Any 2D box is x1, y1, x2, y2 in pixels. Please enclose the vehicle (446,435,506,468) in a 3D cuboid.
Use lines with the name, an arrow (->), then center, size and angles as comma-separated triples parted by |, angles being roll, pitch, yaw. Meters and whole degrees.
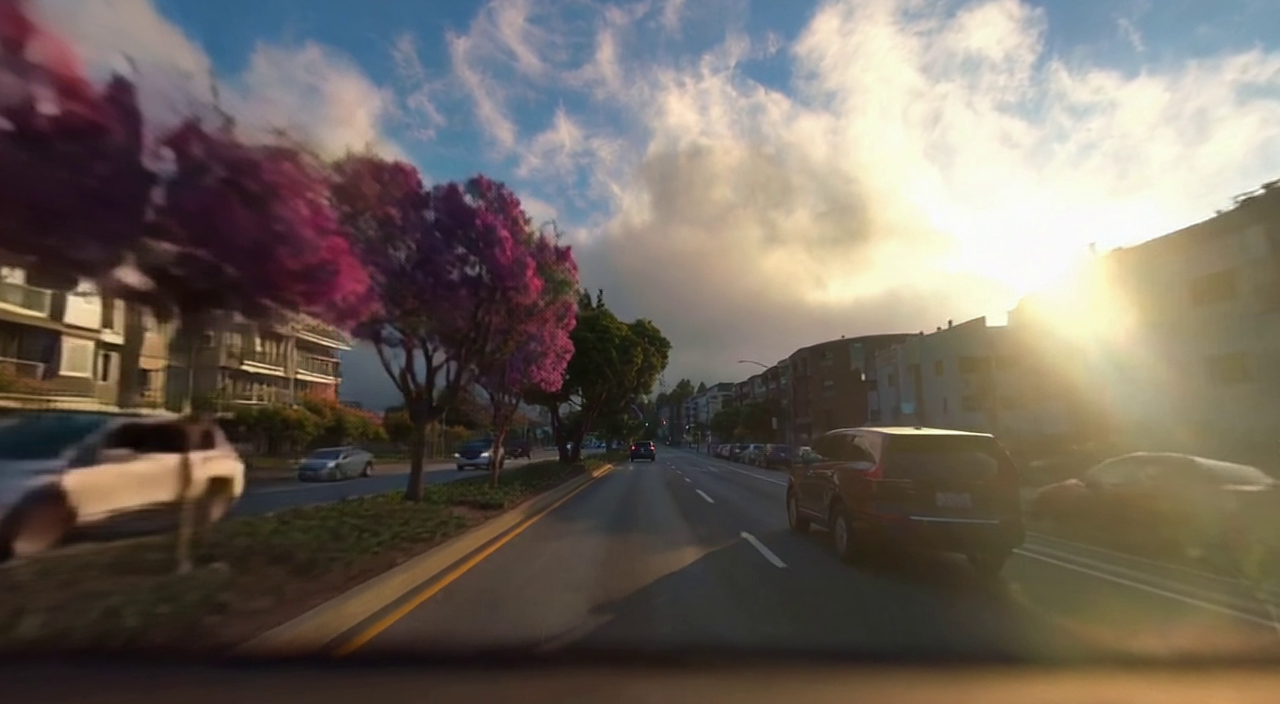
vehicle -> -8.791, 5.398, 34.233 | 2.042, 1.654, 4.504 | 0, -8, 0

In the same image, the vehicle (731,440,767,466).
vehicle -> 7.903, 7.362, 46.090 | 1.895, 1.799, 4.265 | 0, -8, 0

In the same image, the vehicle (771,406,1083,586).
vehicle -> 3.289, 1.743, 8.513 | 2.071, 1.747, 4.549 | 0, -8, 0

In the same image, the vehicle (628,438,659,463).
vehicle -> 0.271, 7.366, 47.314 | 2.244, 1.813, 4.129 | 0, -8, 1

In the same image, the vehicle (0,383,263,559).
vehicle -> -8.069, 1.535, 8.512 | 2.249, 1.898, 5.815 | 0, -8, 1

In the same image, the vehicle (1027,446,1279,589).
vehicle -> 7.651, 2.061, 8.765 | 1.821, 1.462, 4.382 | 0, -8, 1

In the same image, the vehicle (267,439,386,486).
vehicle -> -11.371, 4.027, 23.305 | 2.053, 1.545, 4.417 | 0, -8, 1
